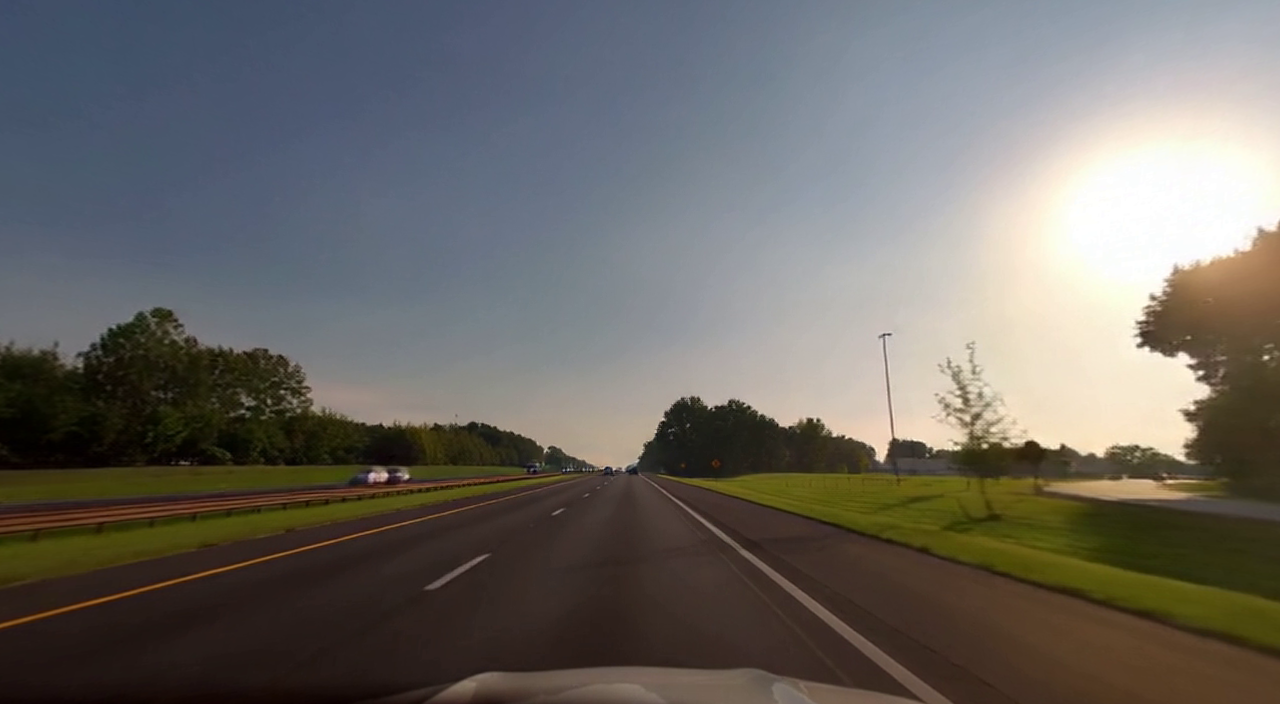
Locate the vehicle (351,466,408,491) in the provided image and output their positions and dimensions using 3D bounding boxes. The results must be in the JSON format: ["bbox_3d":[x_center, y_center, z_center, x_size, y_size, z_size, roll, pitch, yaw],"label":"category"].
[{"bbox_3d":[-16.688,8.137,40.589,1.844,1.472,4.130,1,-11,0],"label":"vehicle"}]
